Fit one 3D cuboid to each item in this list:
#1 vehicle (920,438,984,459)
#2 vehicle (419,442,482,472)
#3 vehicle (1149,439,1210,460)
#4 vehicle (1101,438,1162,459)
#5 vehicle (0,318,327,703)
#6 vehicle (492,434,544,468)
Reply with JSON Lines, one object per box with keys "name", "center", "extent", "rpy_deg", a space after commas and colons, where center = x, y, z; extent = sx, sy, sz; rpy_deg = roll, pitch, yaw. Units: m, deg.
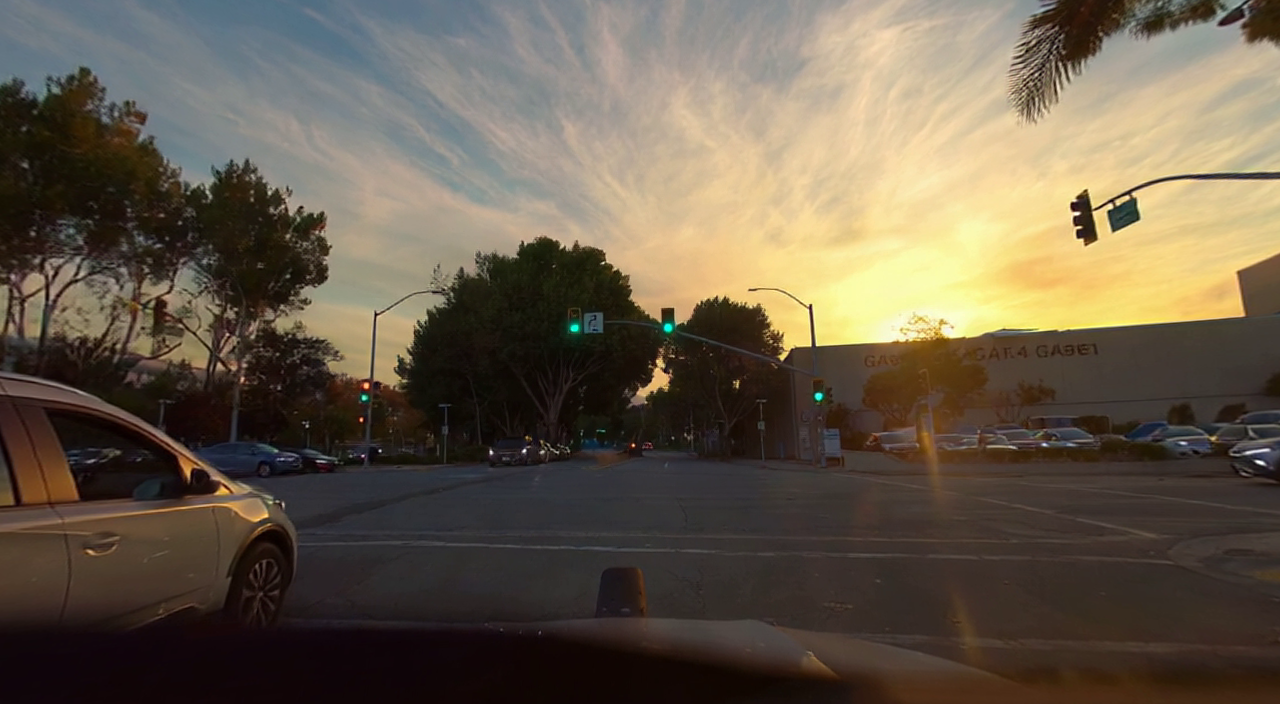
{"name": "vehicle", "center": [21.457, 6.639, 43.412], "extent": [3.576, 1.425, 1.702], "rpy_deg": [2, -8, -11]}
{"name": "vehicle", "center": [-10.633, 5.914, 35.718], "extent": [2.041, 1.548, 4.868], "rpy_deg": [0, -8, 0]}
{"name": "vehicle", "center": [41.146, 7.494, 48.175], "extent": [1.767, 1.456, 4.191], "rpy_deg": [-5, -11, 15]}
{"name": "vehicle", "center": [38.477, 7.550, 49.508], "extent": [1.837, 1.514, 4.786], "rpy_deg": [-2, -9, 13]}
{"name": "vehicle", "center": [-3.478, 0.812, 2.700], "extent": [2.000, 1.789, 4.638], "rpy_deg": [0, -8, -2]}
{"name": "vehicle", "center": [-7.162, 5.858, 37.461], "extent": [2.081, 1.818, 4.782], "rpy_deg": [0, -8, 1]}
